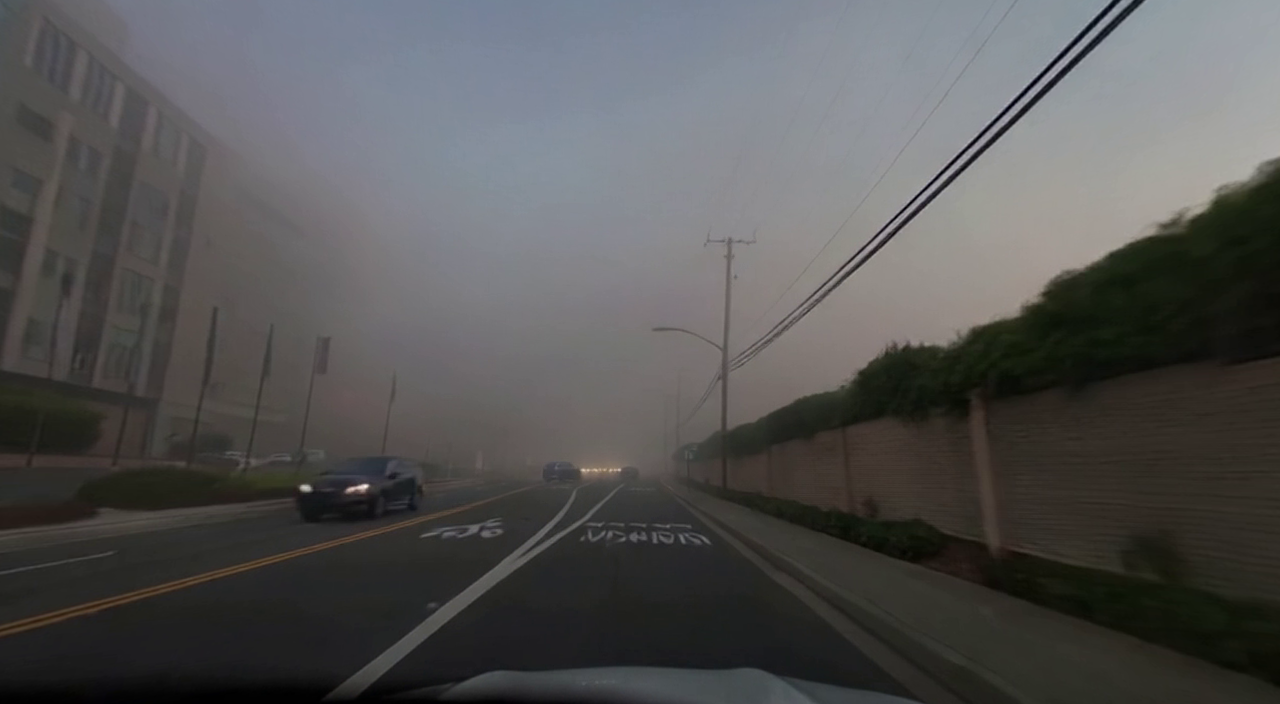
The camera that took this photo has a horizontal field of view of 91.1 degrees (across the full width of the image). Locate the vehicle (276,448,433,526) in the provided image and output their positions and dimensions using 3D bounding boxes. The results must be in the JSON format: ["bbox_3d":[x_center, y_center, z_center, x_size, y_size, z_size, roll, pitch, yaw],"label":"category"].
[{"bbox_3d":[-6.376,3.075,14.569,1.922,1.540,3.771,1,-11,-2],"label":"vehicle"}]

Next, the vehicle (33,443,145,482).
[{"bbox_3d":[-26.152,5.246,29.822,4.630,1.710,2.035,-4,-11,23],"label":"vehicle"}]

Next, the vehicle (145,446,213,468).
[{"bbox_3d":[-32.684,7.453,44.527,3.977,1.439,1.775,-3,-11,20],"label":"vehicle"}]

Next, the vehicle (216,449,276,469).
[{"bbox_3d":[-30.851,8.405,49.174,3.795,1.474,1.828,-3,-11,18],"label":"vehicle"}]
